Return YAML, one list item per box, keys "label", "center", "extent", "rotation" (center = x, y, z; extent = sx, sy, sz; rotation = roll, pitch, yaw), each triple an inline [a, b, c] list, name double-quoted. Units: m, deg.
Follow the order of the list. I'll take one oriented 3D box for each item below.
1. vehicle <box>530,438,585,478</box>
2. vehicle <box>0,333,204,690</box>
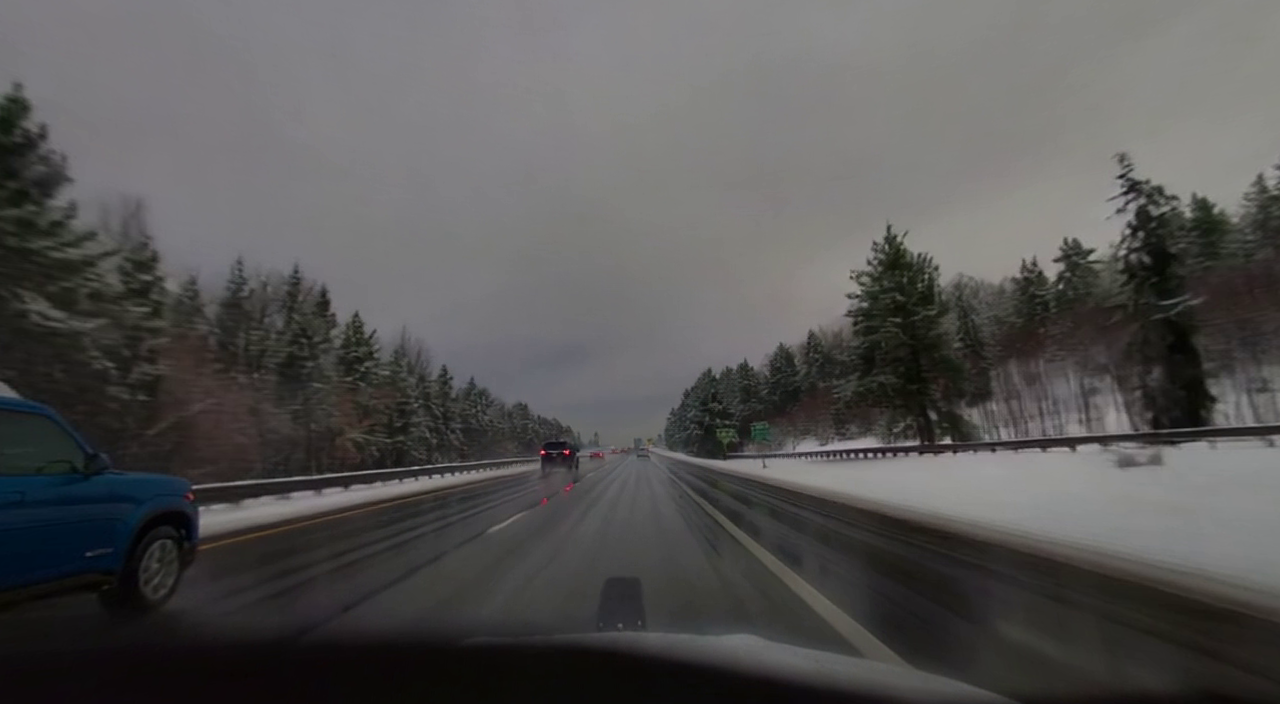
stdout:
- label: "vehicle"
  center: [-4.008, 5.205, 31.222]
  extent: [2.056, 1.811, 4.202]
  rotation: [0, -9, 1]
- label: "vehicle"
  center: [-4.575, 0.752, 2.632]
  extent: [2.102, 1.941, 4.703]
  rotation: [0, -9, 0]
